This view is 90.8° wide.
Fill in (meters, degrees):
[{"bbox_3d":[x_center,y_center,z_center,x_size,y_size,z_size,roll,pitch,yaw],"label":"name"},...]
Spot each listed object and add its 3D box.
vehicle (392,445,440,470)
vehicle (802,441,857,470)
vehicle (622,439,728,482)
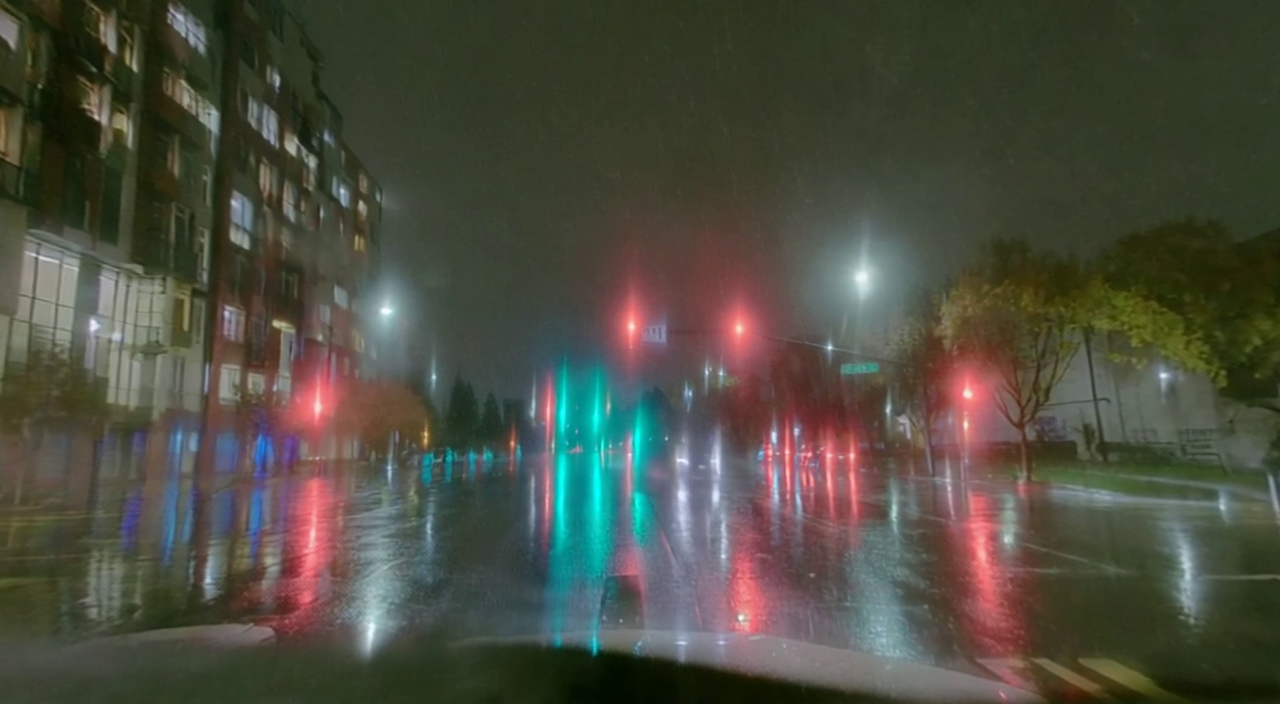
[{"bbox_3d":[-16.487,7.758,46.753,2.075,1.708,4.335,0,-8,-1],"label":"vehicle"},{"bbox_3d":[13.052,7.140,43.822,2.181,1.876,4.723,0,-8,-2],"label":"vehicle"},{"bbox_3d":[1.185,4.107,24.191,1.933,1.460,4.683,4,-10,-27],"label":"vehicle"}]
